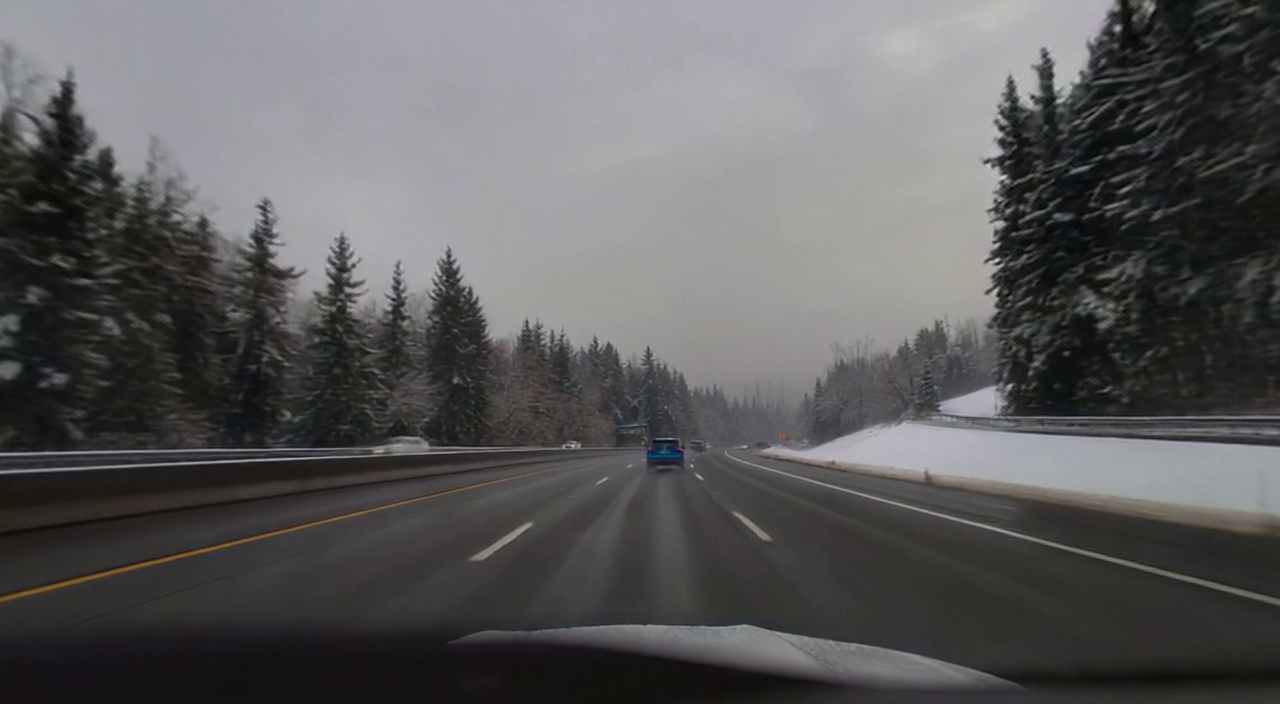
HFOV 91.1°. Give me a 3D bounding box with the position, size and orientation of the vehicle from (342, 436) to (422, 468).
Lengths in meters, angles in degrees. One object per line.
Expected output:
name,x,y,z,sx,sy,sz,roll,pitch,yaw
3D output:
vehicle,-13.298,5.166,32.711,1.946,1.520,4.707,-1,-8,3

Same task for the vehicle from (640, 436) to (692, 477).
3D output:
vehicle,1.183,4.613,27.948,2.133,1.686,4.203,-1,-8,3
